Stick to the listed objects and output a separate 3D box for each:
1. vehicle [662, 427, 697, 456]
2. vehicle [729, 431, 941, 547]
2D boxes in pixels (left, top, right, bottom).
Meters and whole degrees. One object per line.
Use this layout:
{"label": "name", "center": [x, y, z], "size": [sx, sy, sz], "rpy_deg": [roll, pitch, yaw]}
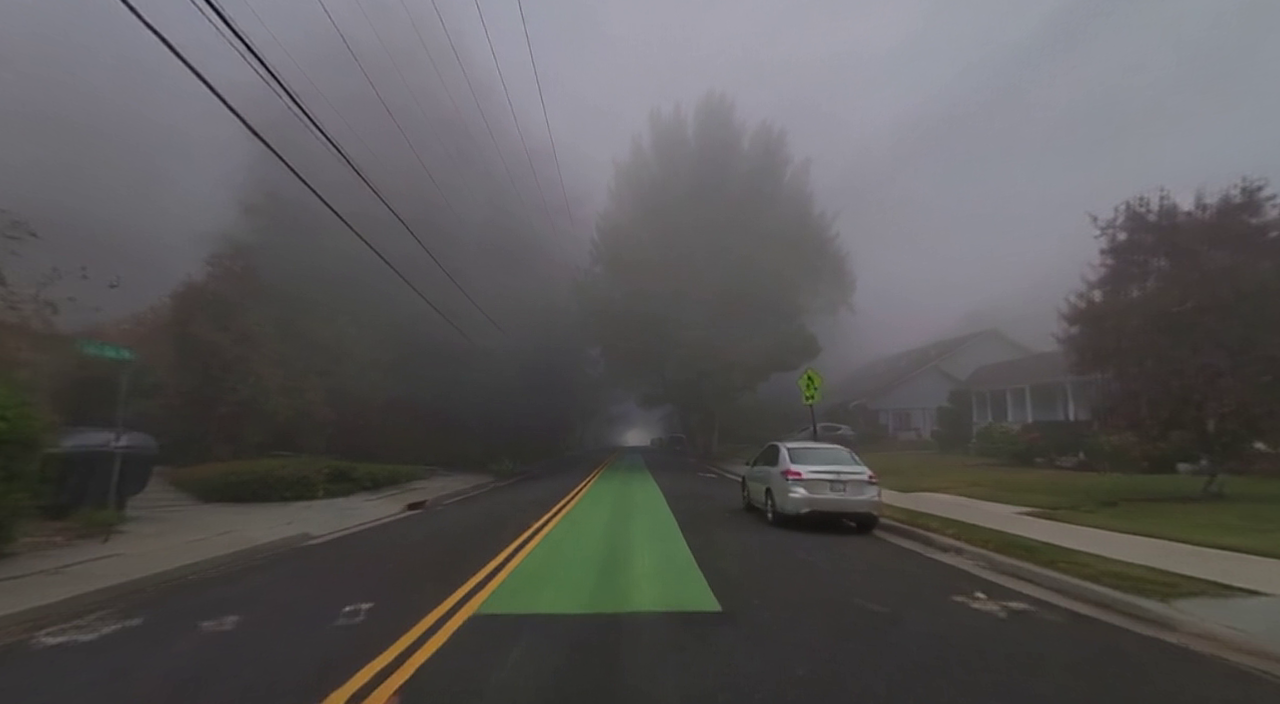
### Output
{"label": "vehicle", "center": [2.979, 6.951, 48.836], "size": [2.347, 2.070, 5.735], "rpy_deg": [0, -8, 0]}
{"label": "vehicle", "center": [3.021, 2.245, 11.280], "size": [1.989, 1.545, 5.423], "rpy_deg": [0, -8, -1]}
